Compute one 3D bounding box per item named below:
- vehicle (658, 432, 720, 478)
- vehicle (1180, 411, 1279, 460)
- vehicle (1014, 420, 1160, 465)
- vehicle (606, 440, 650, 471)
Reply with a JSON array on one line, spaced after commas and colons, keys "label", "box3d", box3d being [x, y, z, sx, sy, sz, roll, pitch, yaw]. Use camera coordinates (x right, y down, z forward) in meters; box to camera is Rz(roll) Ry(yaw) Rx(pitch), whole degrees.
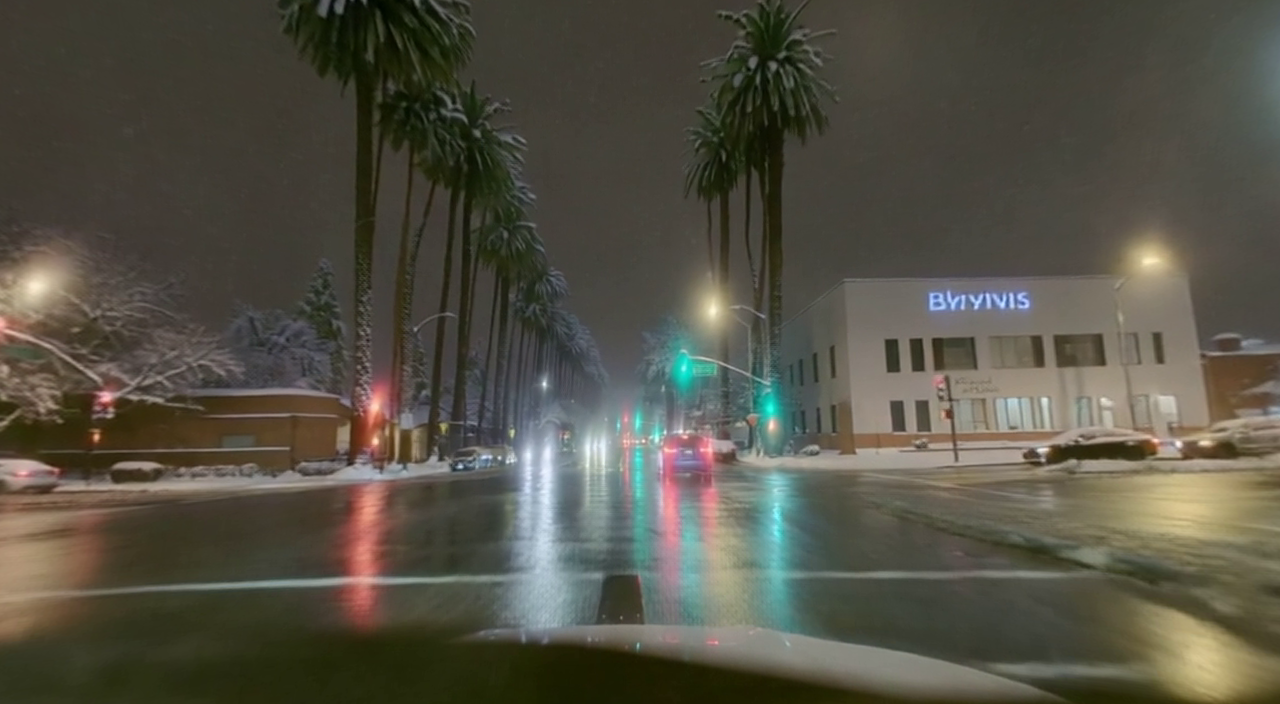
[{"label": "vehicle", "box3d": [1.895, 4.157, 25.828, 2.003, 1.702, 4.288, 0, -8, -3]}, {"label": "vehicle", "box3d": [25.604, 3.405, 25.755, 5.130, 1.875, 2.118, 0, -8, -1]}, {"label": "vehicle", "box3d": [17.688, 3.612, 25.182, 4.277, 1.665, 2.006, 0, -8, -1]}, {"label": "vehicle", "box3d": [-0.649, 5.164, 31.719, 2.088, 1.452, 3.993, 0, -8, -2]}]
